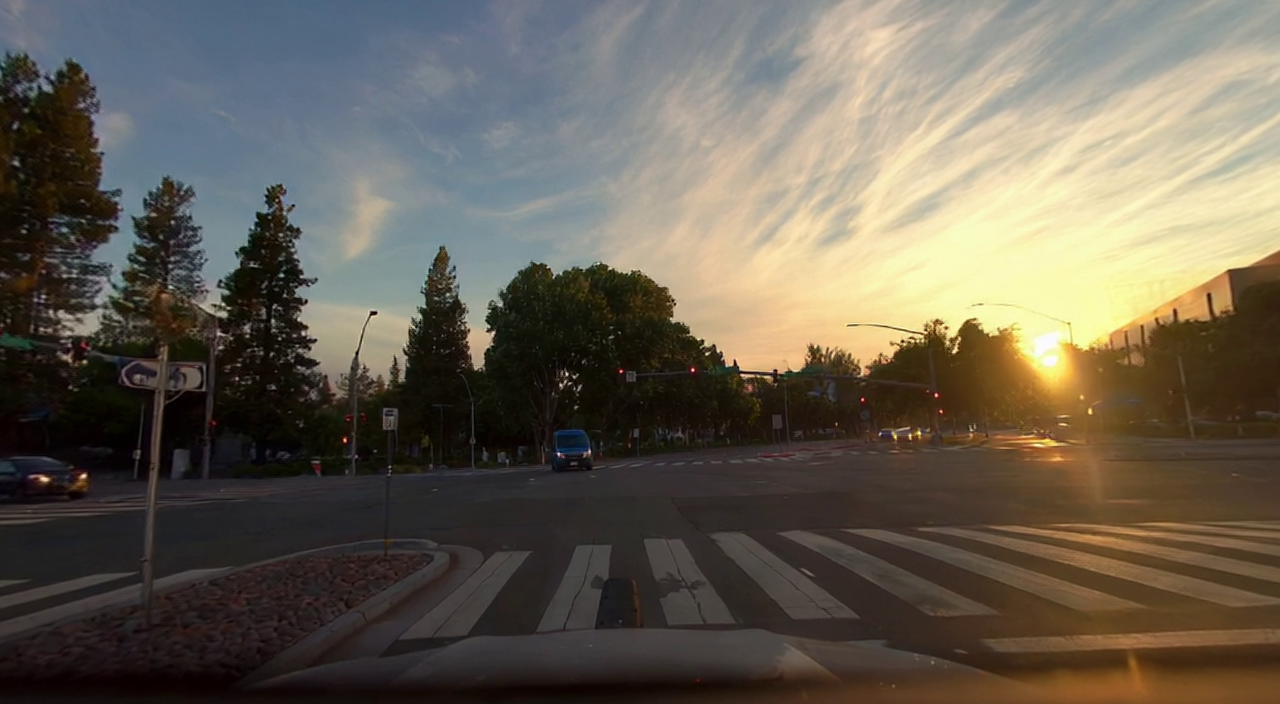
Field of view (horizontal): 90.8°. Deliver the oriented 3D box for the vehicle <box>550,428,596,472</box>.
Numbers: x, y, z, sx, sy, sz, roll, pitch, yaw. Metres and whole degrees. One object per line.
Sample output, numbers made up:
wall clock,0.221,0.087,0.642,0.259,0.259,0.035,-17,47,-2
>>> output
vehicle,-4.045,5.756,37.343,2.465,2.404,5.791,1,-8,-8
